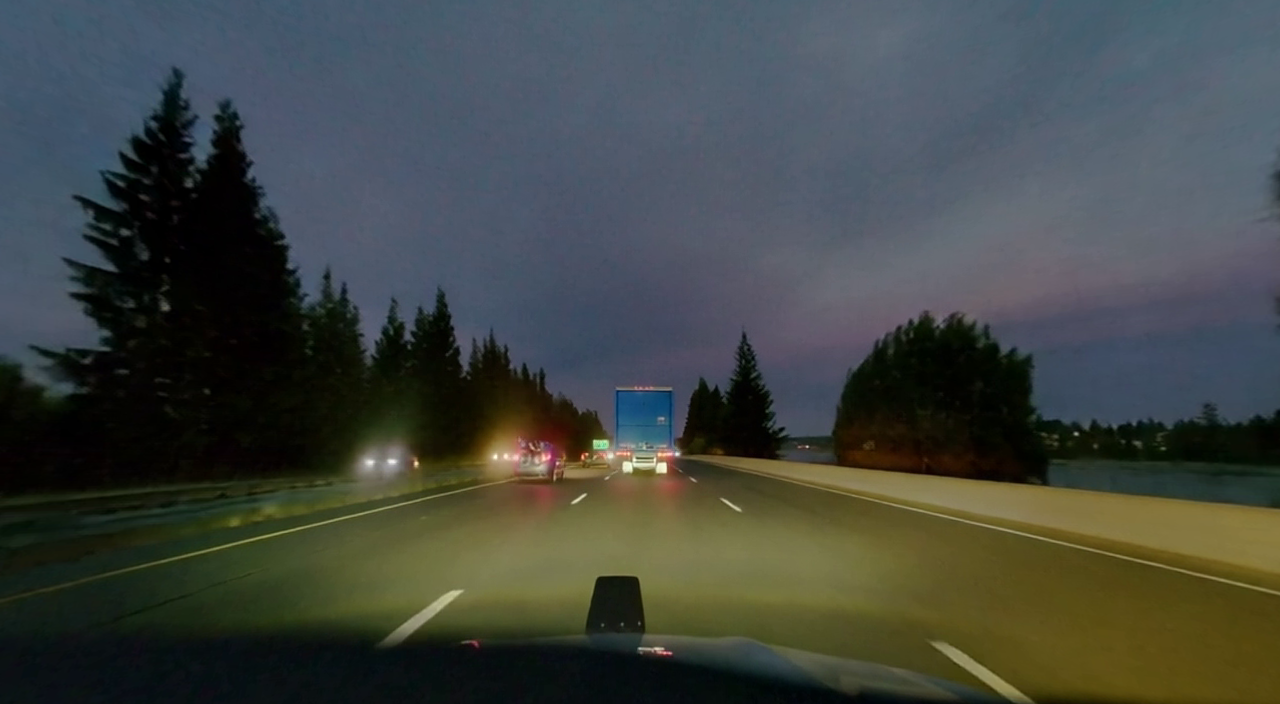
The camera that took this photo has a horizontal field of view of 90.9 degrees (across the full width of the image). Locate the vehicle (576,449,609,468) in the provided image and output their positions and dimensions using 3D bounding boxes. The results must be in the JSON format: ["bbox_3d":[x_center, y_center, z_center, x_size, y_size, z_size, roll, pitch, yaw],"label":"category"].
[{"bbox_3d":[-3.692,8.429,49.972,2.133,1.358,4.870,0,-9,2],"label":"vehicle"}]

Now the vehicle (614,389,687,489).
[{"bbox_3d":[0.493,4.110,29.288,2.821,3.878,8.925,0,-9,1],"label":"vehicle"}]

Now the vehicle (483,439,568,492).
[{"bbox_3d":[-3.878,3.950,22.262,2.018,1.632,4.722,0,-9,1],"label":"vehicle"}]
